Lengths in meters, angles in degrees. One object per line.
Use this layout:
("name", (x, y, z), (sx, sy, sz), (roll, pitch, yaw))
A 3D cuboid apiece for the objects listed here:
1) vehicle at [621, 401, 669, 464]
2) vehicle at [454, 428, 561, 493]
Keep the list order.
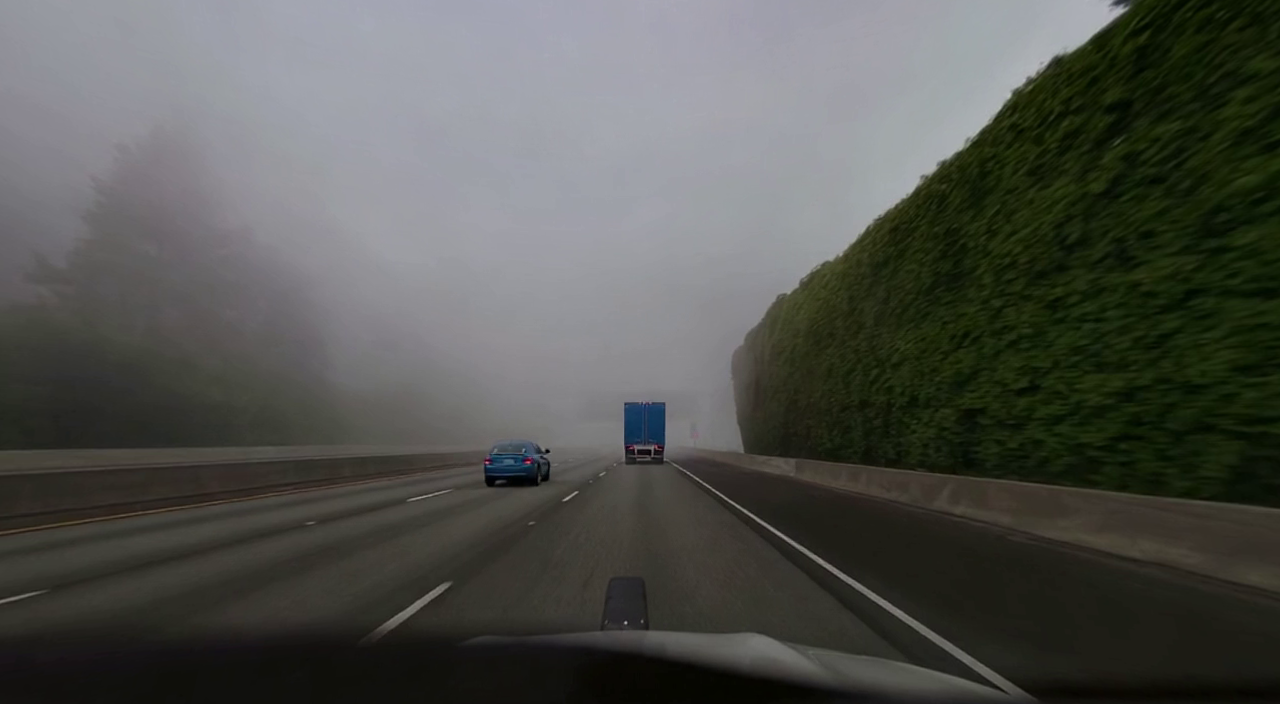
("vehicle", (0.326, 6.306, 48.497), (3.078, 4.031, 16.069), (0, -8, 0))
("vehicle", (-3.854, 3.237, 19.252), (2.186, 1.716, 4.672), (0, -8, 1))
